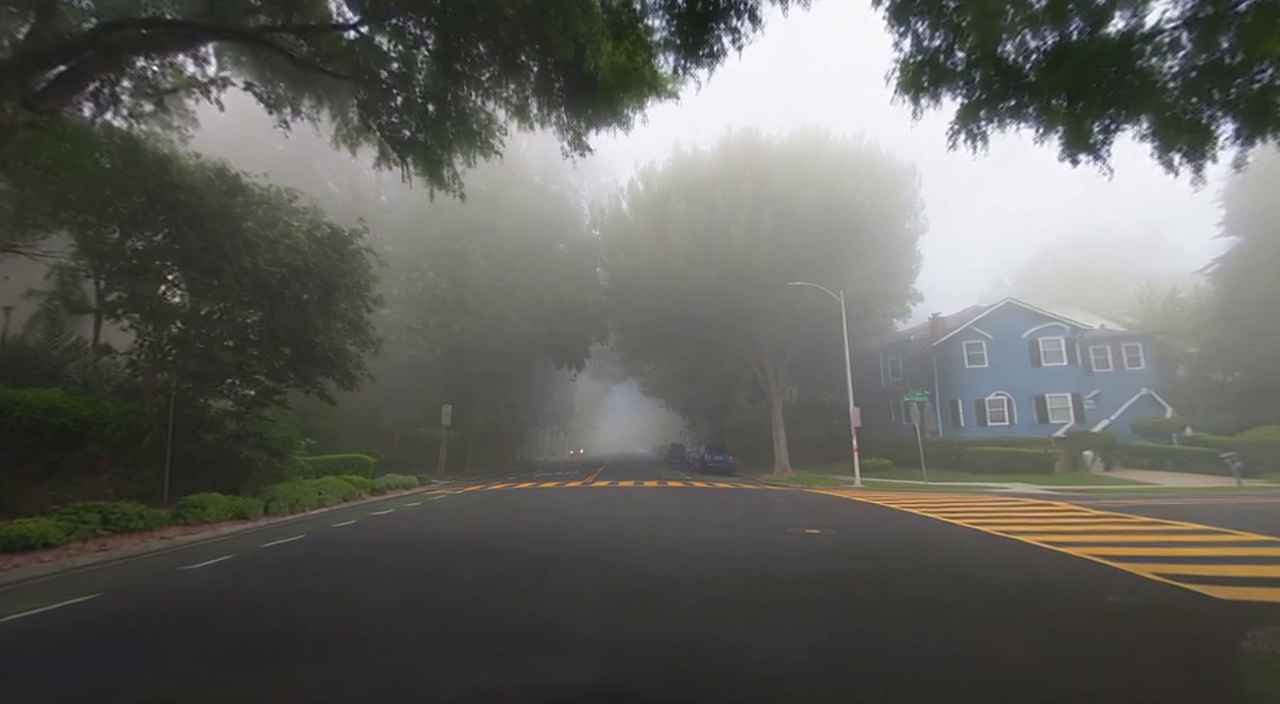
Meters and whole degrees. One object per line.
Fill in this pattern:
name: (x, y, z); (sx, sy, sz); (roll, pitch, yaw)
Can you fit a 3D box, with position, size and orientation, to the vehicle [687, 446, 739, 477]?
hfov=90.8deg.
vehicle: (3.616, 5.513, 32.125); (1.961, 1.472, 4.434); (0, -9, -2)
